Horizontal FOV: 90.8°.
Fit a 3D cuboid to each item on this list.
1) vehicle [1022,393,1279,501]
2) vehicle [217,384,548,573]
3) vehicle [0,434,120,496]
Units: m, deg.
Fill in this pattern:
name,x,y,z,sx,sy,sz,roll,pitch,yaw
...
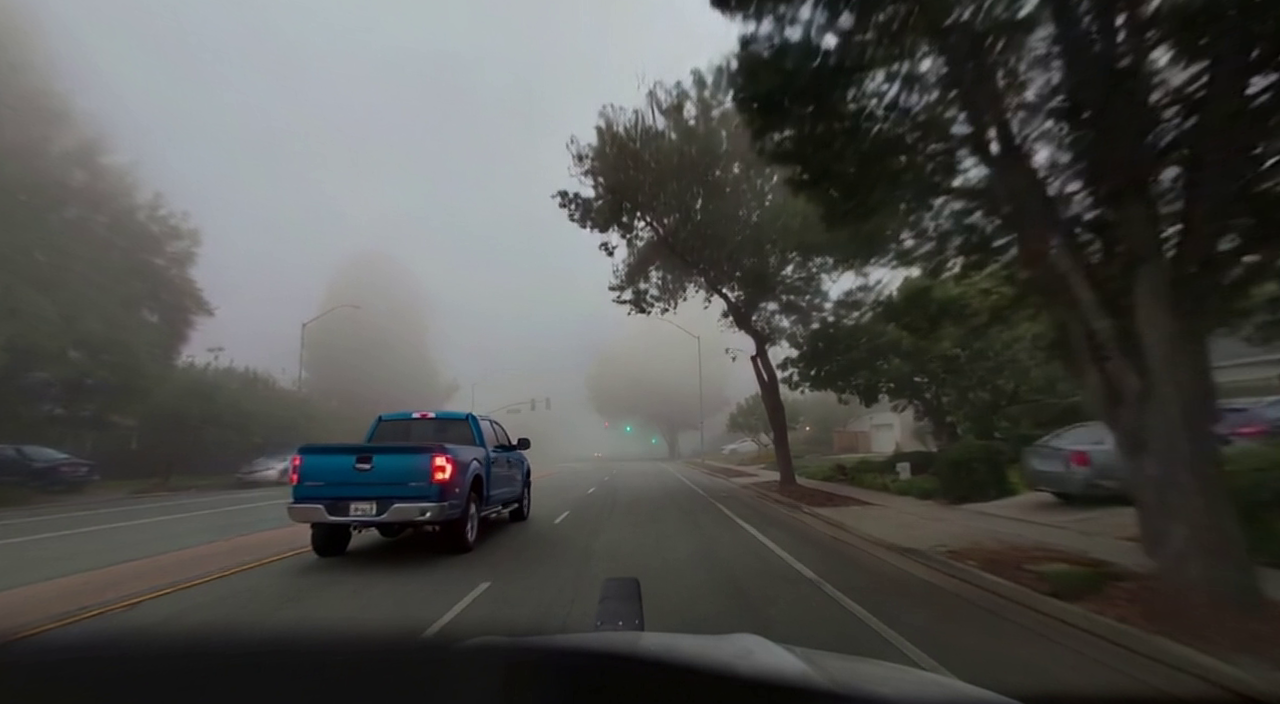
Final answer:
name,x,y,z,sx,sy,sz,roll,pitch,yaw
vehicle,9.651,1.597,10.946,4.696,1.555,2.009,-2,-9,-2
vehicle,-3.172,1.780,9.713,2.508,2.001,5.880,0,-9,1
vehicle,-20.755,3.819,21.015,5.096,1.810,2.071,-3,-9,1
